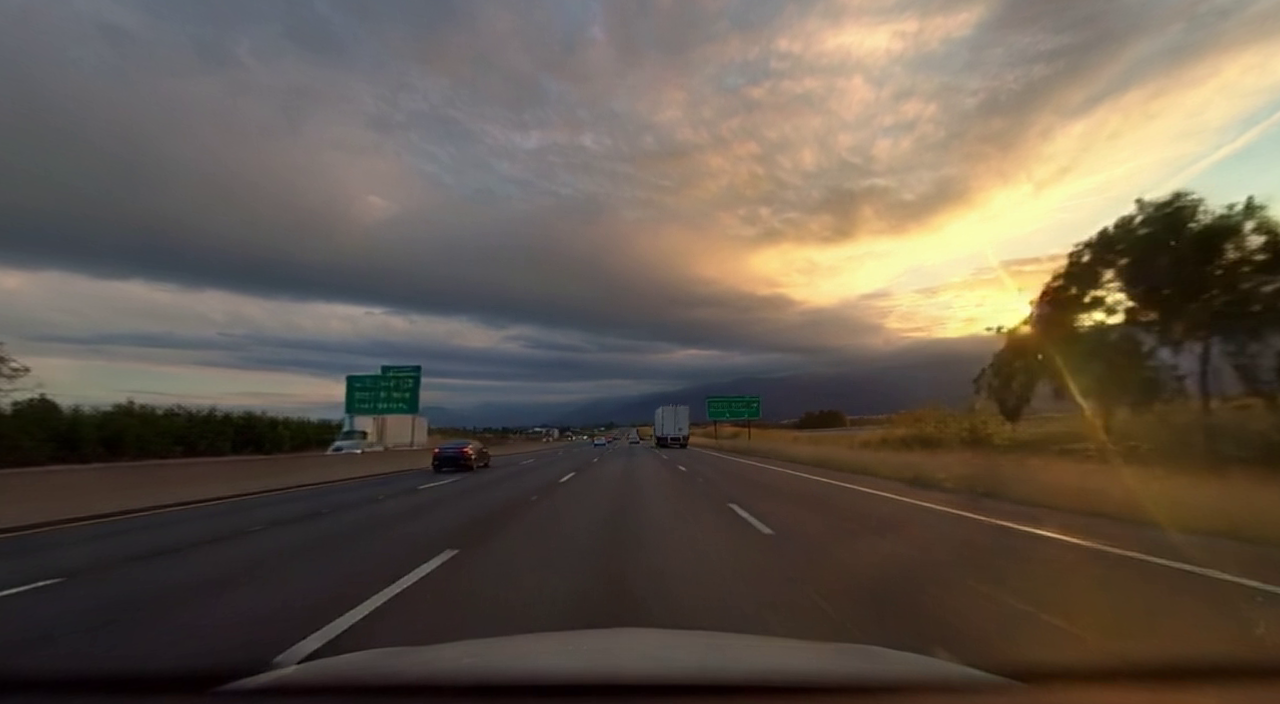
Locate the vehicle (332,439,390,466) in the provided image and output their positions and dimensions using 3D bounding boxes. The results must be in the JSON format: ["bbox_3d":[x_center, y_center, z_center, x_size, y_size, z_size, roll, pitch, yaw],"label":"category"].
[{"bbox_3d":[-15.931,5.739,36.190,1.719,1.415,3.545,0,-8,-1],"label":"vehicle"}]

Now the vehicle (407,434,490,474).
[{"bbox_3d":[-7.483,4.002,25.127,2.018,1.454,4.290,0,-8,-1],"label":"vehicle"}]
